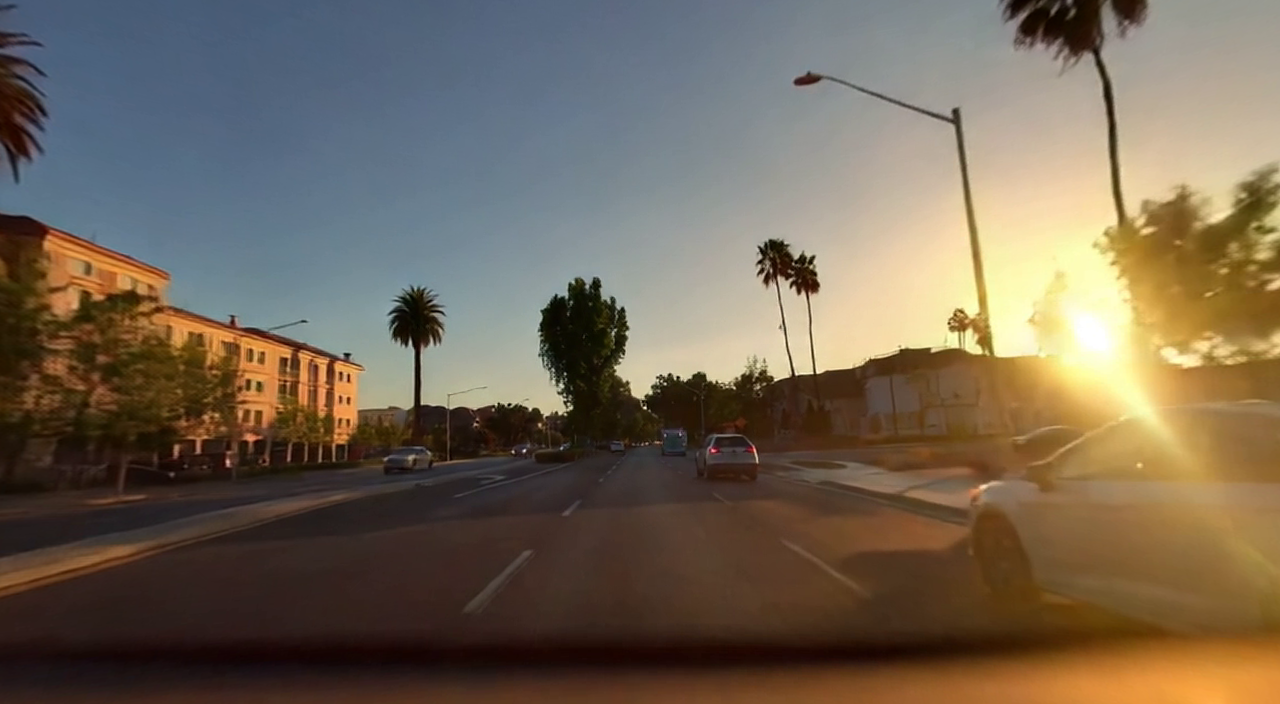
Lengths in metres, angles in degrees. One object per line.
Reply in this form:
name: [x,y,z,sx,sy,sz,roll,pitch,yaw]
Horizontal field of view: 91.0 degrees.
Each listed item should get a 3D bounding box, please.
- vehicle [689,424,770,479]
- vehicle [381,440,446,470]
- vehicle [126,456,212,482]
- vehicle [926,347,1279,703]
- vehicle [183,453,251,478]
vehicle: [3.293,3.789,24.134,2.244,1.901,4.561,0,-8,-3]
vehicle: [-15.424,7.040,43.277,2.315,1.911,5.751,0,-8,1]
vehicle: [-30.009,7.440,40.295,1.820,1.454,4.709,0,-8,0]
vehicle: [3.629,0.957,3.451,2.084,1.682,4.148,0,-8,-1]
vehicle: [-30.232,8.089,45.120,1.871,1.534,4.524,0,-8,-2]
